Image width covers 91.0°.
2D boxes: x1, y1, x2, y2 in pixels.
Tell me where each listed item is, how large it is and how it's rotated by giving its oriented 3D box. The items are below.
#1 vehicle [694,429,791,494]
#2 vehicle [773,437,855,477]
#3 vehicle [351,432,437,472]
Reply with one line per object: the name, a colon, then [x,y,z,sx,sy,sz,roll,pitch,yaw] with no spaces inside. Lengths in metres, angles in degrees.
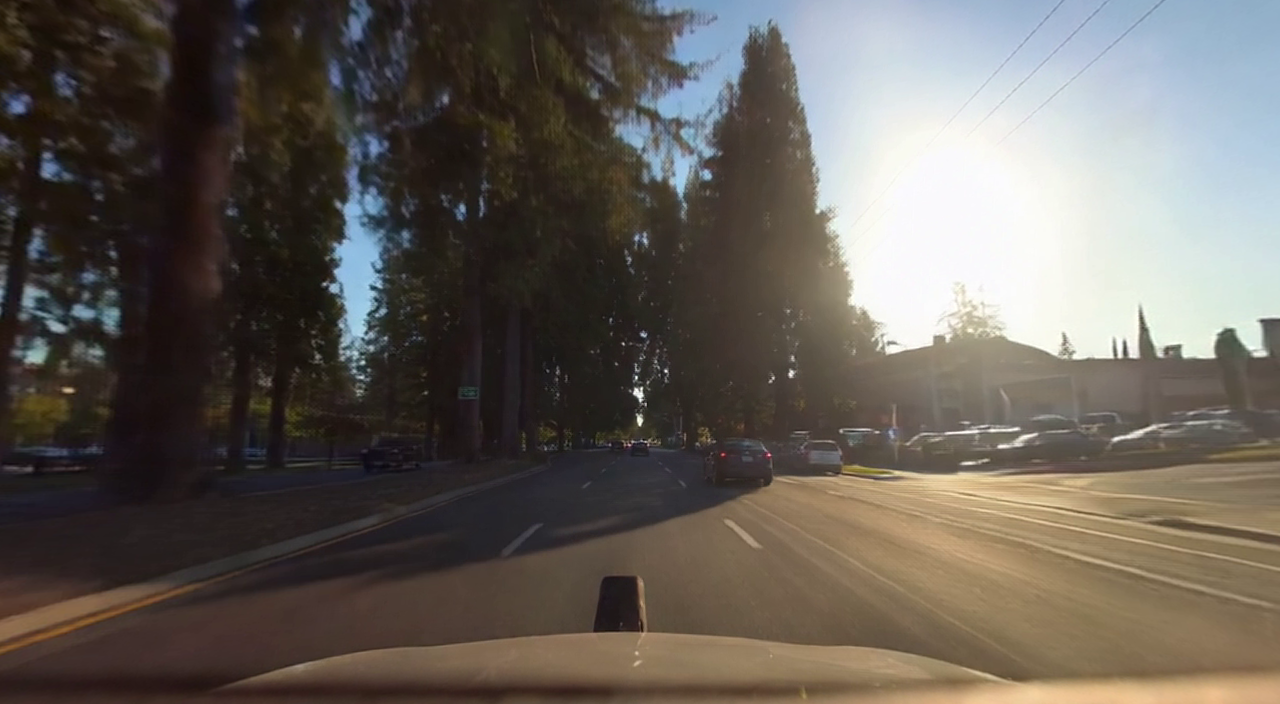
vehicle: [2.831,3.140,18.325,2.022,1.656,4.025,0,-8,-2]
vehicle: [7.479,4.568,27.655,2.068,1.558,5.058,0,-8,-2]
vehicle: [-11.551,4.735,29.965,2.207,1.745,4.717,0,-8,0]
